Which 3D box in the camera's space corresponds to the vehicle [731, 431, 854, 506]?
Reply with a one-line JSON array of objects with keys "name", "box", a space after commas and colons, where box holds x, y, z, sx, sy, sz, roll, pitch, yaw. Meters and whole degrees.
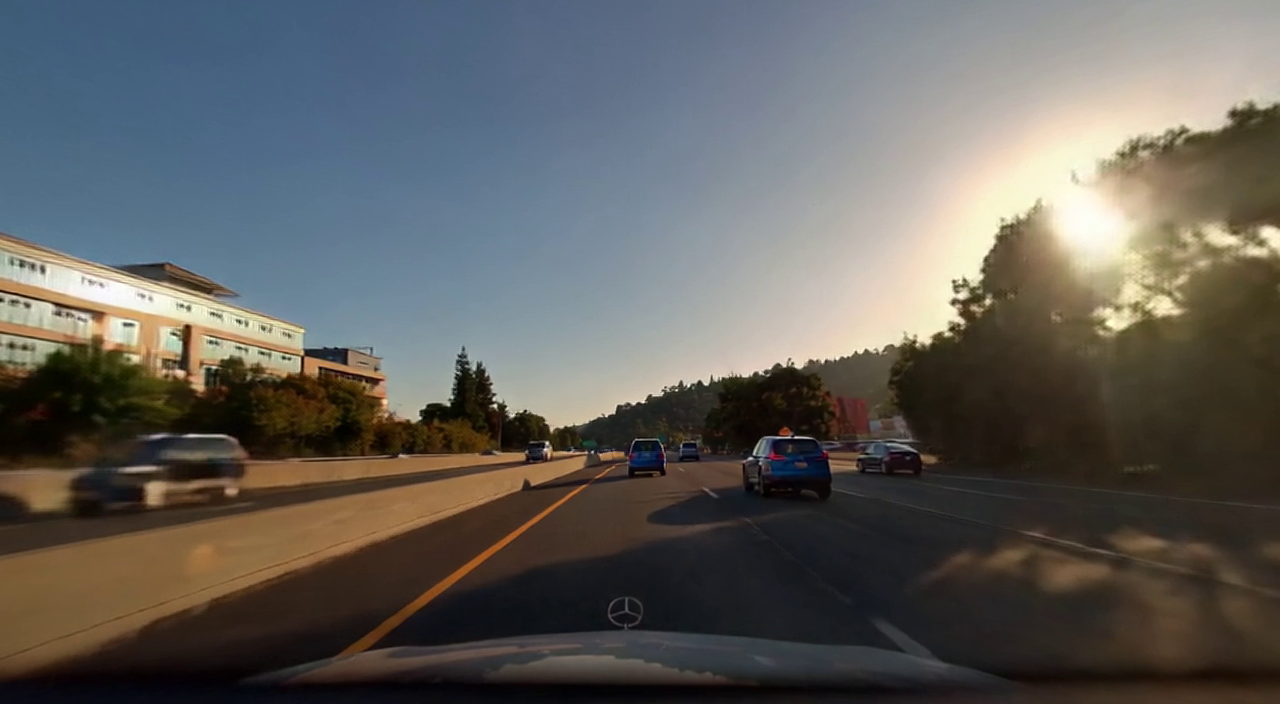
[{"name": "vehicle", "box": [3.576, 2.806, 15.657, 2.042, 1.592, 4.047, 0, -8, 0]}]

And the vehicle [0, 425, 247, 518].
[{"name": "vehicle", "box": [-14.445, 3.232, 17.801, 2.631, 2.140, 6.216, 0, -8, 0]}]

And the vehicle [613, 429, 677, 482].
[{"name": "vehicle", "box": [0.201, 4.064, 25.026, 2.290, 1.862, 4.454, 0, -8, 0]}]

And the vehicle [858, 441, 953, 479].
[{"name": "vehicle", "box": [10.969, 4.481, 26.483, 2.027, 1.446, 4.470, 0, -8, 0]}]
